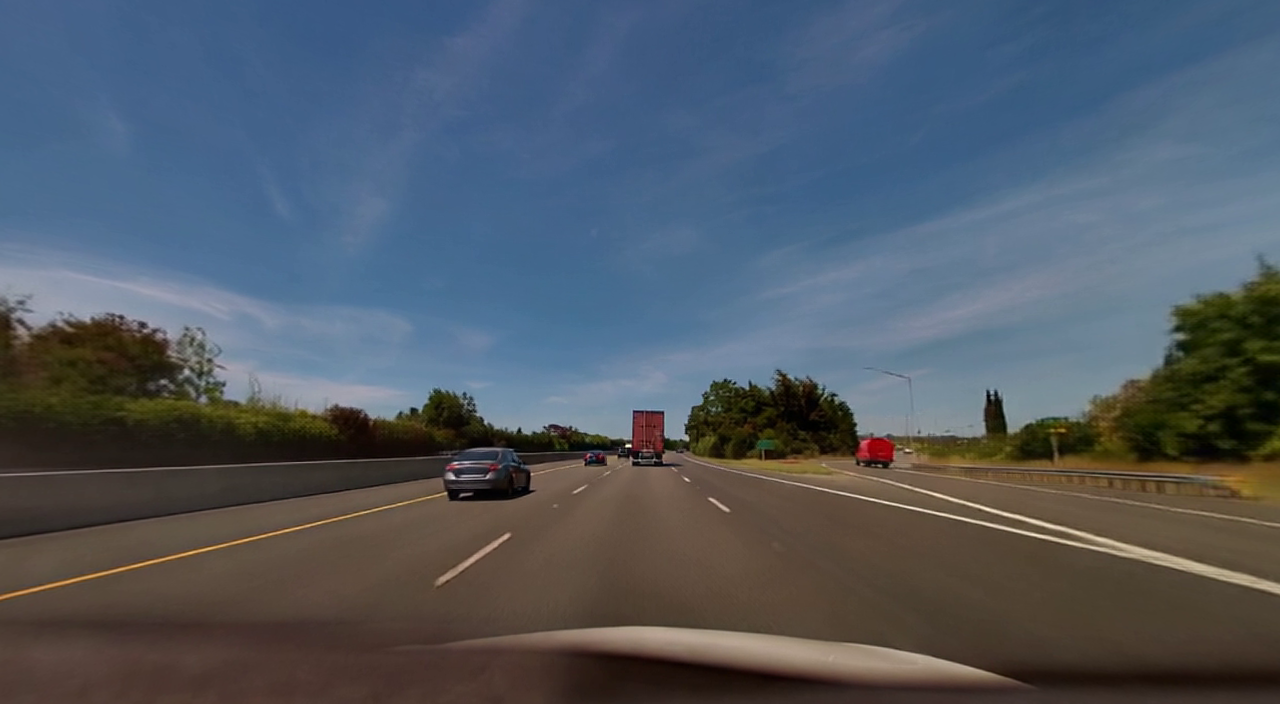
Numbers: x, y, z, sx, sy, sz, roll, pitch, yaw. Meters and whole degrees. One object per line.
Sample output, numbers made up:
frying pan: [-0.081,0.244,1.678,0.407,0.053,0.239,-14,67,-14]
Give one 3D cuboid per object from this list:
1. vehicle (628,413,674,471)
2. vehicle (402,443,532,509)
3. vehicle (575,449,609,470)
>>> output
vehicle: [0.720,6.349,44.080,2.893,3.628,9.081,0,-9,1]
vehicle: [-4.237,3.107,16.281,2.010,1.461,4.391,0,-9,1]
vehicle: [-3.374,7.632,45.020,1.981,1.435,4.199,0,-9,2]
